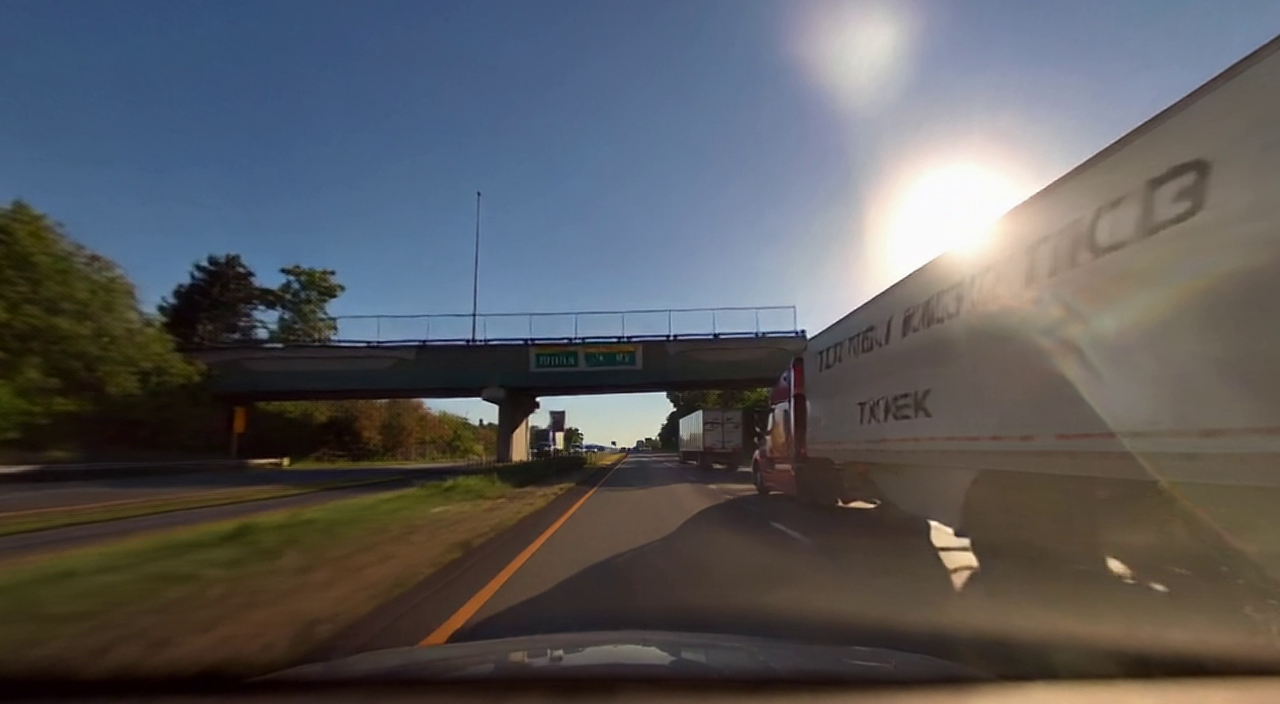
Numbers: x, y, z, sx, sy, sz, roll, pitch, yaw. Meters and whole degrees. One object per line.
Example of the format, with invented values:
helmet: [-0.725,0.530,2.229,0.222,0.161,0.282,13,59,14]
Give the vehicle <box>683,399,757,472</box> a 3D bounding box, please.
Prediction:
vehicle: [4.903,5.744,42.171,2.983,4.030,14.444,0,-9,0]

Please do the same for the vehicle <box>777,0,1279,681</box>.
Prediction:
vehicle: [5.014,0.588,8.776,2.929,4.093,14.258,0,-9,0]
